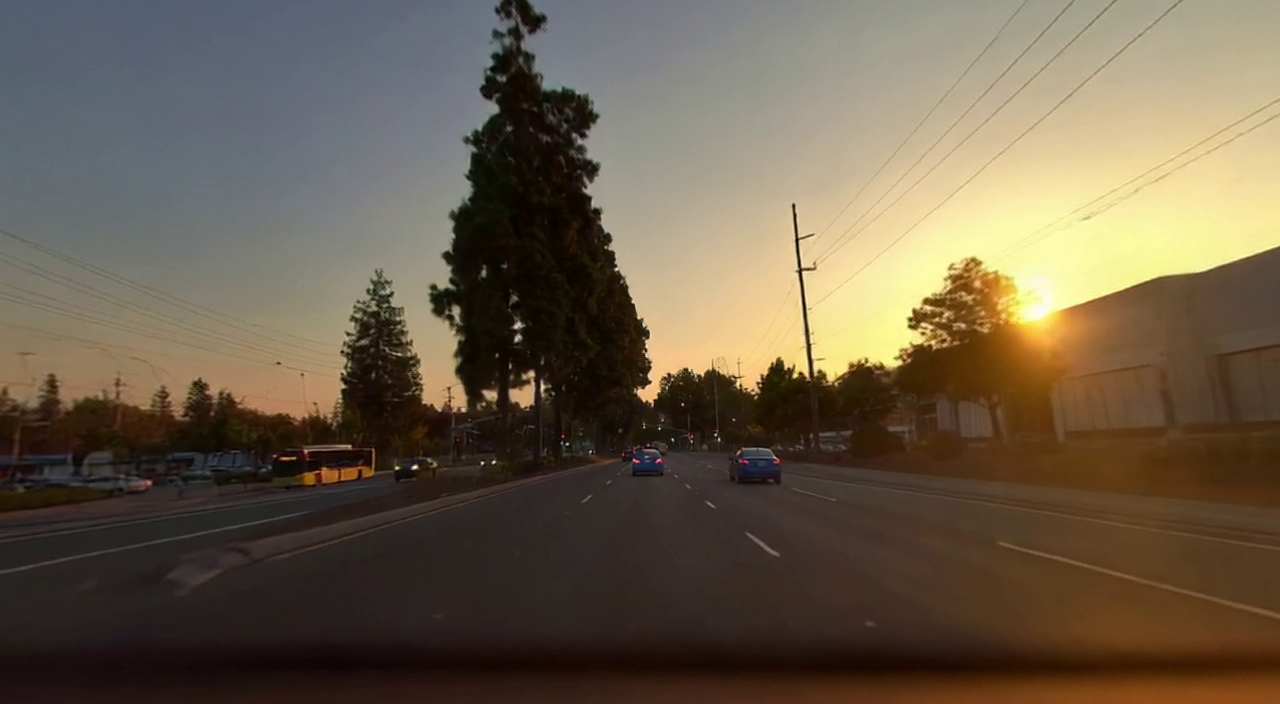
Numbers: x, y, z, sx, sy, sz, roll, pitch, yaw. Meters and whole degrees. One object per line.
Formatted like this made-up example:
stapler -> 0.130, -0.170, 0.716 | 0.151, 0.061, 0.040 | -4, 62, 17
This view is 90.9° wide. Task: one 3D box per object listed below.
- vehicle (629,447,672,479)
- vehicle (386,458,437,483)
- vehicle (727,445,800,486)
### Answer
vehicle -> 0.518, 5.784, 33.038 | 2.144, 1.505, 4.128 | 0, -9, 0
vehicle -> -17.333, 8.997, 48.033 | 1.984, 1.698, 4.885 | -1, -9, 1
vehicle -> 4.831, 4.503, 25.295 | 2.067, 1.497, 4.327 | -1, -9, 1
